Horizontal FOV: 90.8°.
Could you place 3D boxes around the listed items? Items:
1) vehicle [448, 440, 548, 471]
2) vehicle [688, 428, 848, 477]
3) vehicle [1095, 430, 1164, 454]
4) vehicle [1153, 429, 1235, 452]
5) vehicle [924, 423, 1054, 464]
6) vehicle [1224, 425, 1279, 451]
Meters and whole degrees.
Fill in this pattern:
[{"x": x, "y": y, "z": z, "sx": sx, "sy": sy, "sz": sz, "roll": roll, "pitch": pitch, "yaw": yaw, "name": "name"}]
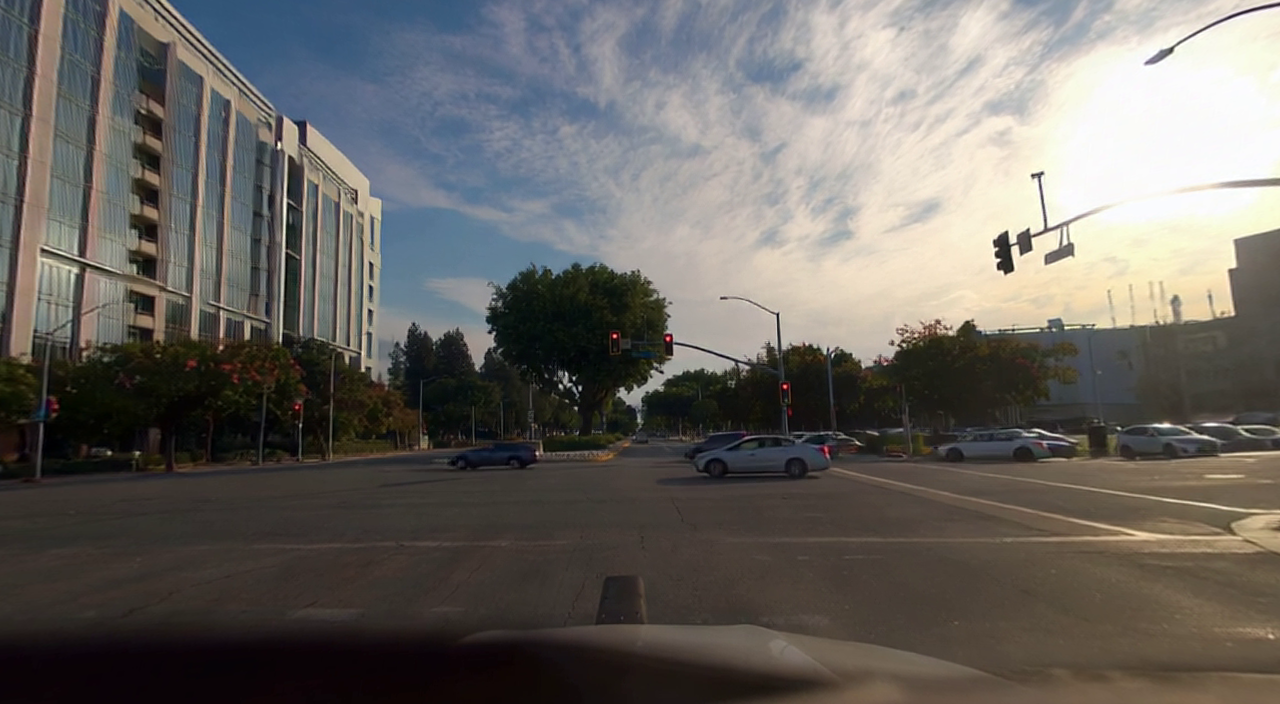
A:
[{"x": -6.333, "y": 4.668, "z": 28.457, "sx": 4.046, "sy": 1.306, "sz": 1.719, "roll": -1, "pitch": -8, "yaw": 3, "name": "vehicle"}, {"x": 4.198, "y": 3.357, "z": 21.214, "sx": 4.916, "sy": 1.504, "sz": 1.846, "roll": 0, "pitch": -8, "yaw": -5, "name": "vehicle"}, {"x": 33.207, "y": 6.147, "z": 43.050, "sx": 2.090, "sy": 1.494, "sz": 4.321, "roll": -3, "pitch": -9, "yaw": 15, "name": "vehicle"}, {"x": 36.575, "y": 5.903, "z": 41.837, "sx": 1.726, "sy": 1.429, "sz": 4.163, "roll": -1, "pitch": -8, "yaw": 2, "name": "vehicle"}, {"x": 15.445, "y": 4.098, "z": 28.201, "sx": 4.571, "sy": 1.698, "sz": 1.977, "roll": -2, "pitch": -9, "yaw": 8, "name": "vehicle"}, {"x": 42.266, "y": 5.714, "z": 41.945, "sx": 2.037, "sy": 1.614, "sz": 5.175, "roll": 0, "pitch": -8, "yaw": 0, "name": "vehicle"}]
